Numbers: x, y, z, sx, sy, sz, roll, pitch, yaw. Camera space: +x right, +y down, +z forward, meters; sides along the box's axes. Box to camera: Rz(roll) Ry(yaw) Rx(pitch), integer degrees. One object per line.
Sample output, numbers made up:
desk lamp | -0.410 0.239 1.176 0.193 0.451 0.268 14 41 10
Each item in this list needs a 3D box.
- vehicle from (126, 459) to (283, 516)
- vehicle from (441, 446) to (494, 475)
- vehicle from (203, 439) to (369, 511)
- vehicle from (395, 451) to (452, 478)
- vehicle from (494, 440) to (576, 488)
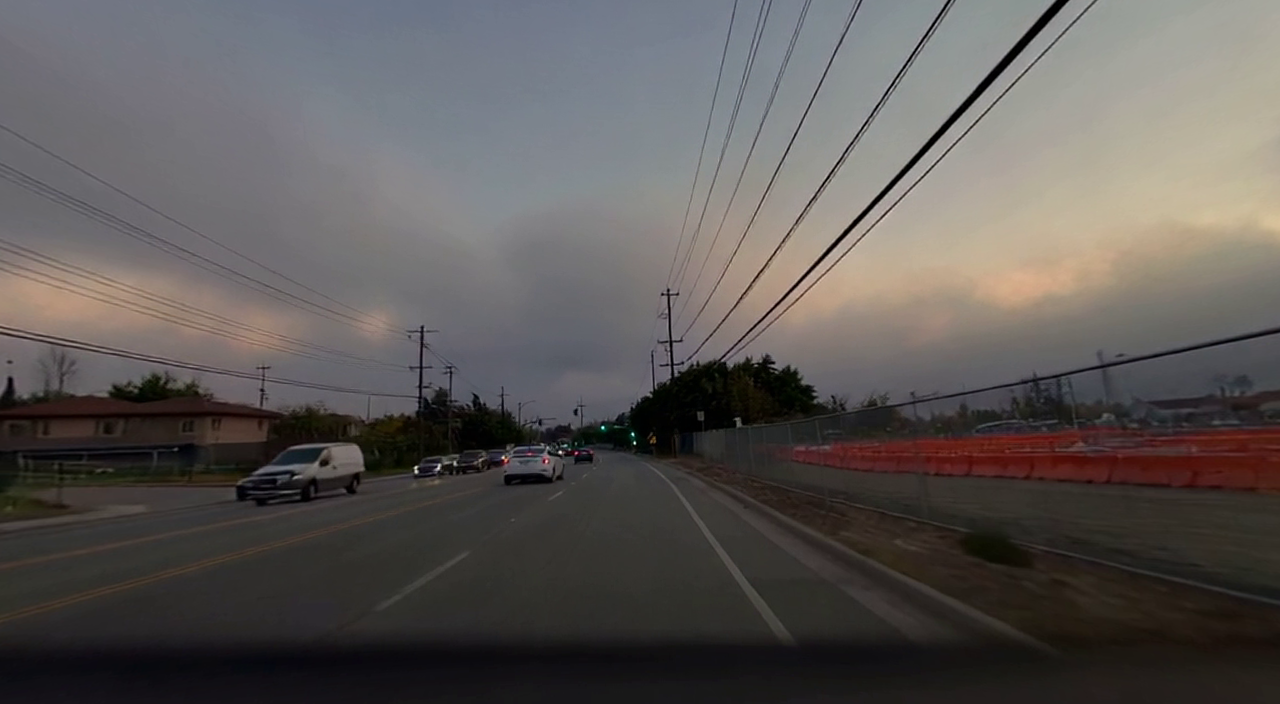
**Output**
vehicle | -13.964 4.329 20.584 1.943 1.506 4.471 1 -9 -1
vehicle | -10.731 6.752 39.456 2.022 1.717 4.376 0 -9 1
vehicle | -10.222 3.566 18.763 2.137 1.828 4.754 0 -9 0
vehicle | -14.003 7.289 41.031 2.034 1.631 4.845 1 -9 -1
vehicle | -3.575 3.921 22.372 2.020 1.489 4.469 0 -9 2
